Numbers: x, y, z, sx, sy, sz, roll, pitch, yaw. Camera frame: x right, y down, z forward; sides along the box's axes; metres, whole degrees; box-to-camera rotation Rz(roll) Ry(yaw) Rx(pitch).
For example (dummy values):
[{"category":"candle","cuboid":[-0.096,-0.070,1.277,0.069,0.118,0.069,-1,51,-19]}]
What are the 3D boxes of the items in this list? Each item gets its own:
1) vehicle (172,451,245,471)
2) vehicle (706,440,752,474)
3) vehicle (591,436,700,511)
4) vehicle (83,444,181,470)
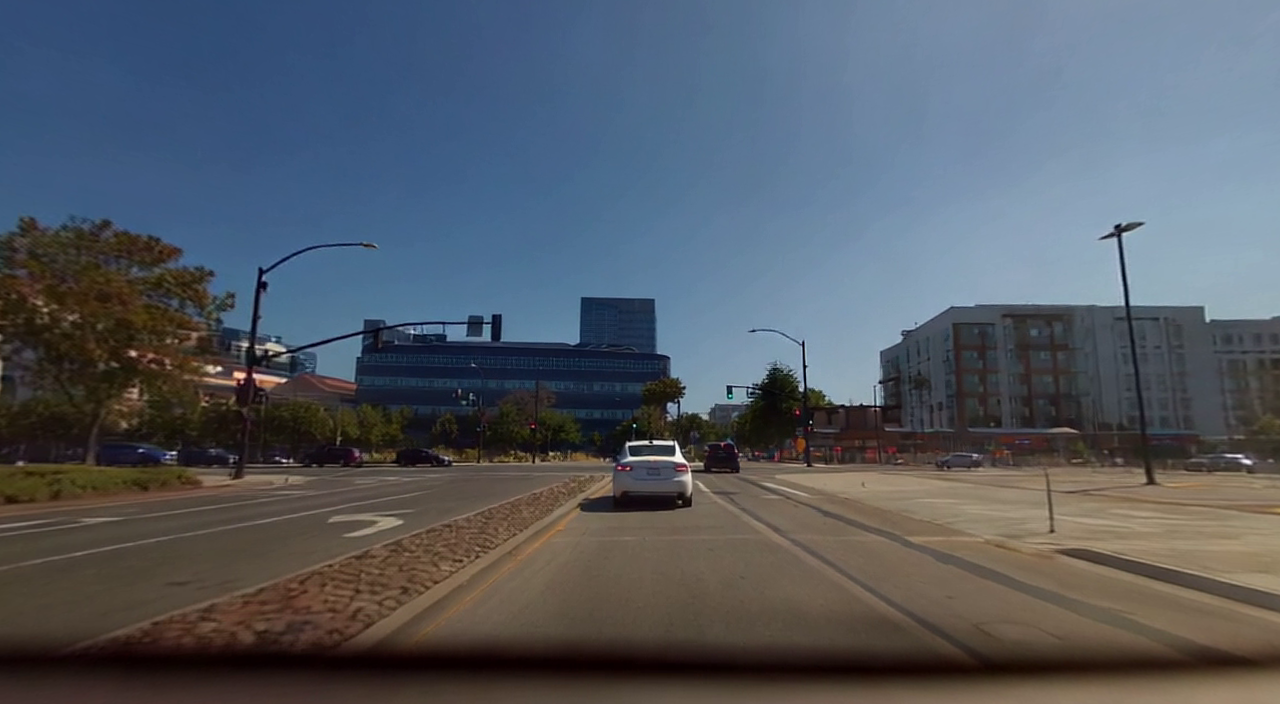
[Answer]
[{"category":"vehicle","cuboid":[-33.419,8.449,49.002,4.199,1.432,1.727,1,-9,-10]},{"category":"vehicle","cuboid":[5.181,6.187,37.552,2.092,1.851,4.913,0,-9,1]},{"category":"vehicle","cuboid":[0.199,2.756,14.836,2.173,1.479,4.264,0,-9,3]},{"category":"vehicle","cuboid":[-35.818,7.367,44.654,4.877,1.754,1.978,1,-9,-9]}]
